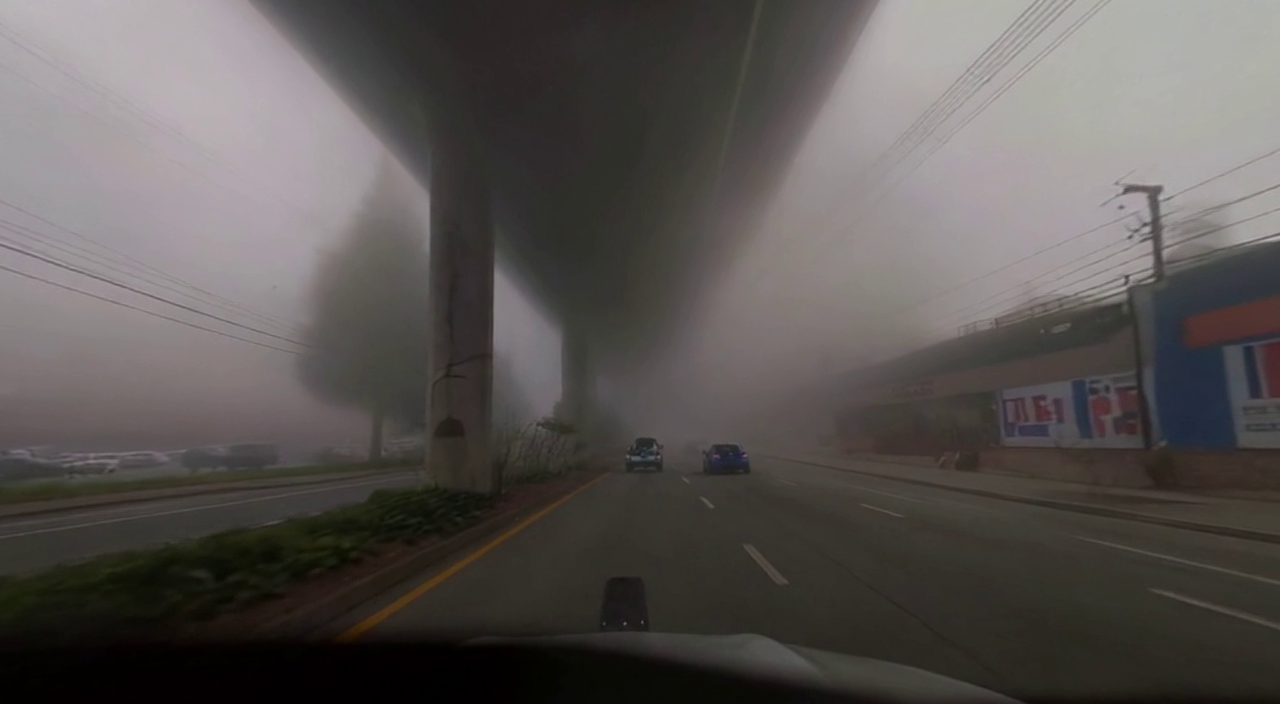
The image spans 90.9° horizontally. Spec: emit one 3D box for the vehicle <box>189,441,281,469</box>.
[{"bbox_3d":[-28.614,7.259,44.686,4.904,1.782,2.112,1,-8,-10],"label":"vehicle"}]

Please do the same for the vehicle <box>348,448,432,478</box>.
[{"bbox_3d":[-13.479,6.018,34.371,1.995,1.472,4.704,-2,-9,11],"label":"vehicle"}]

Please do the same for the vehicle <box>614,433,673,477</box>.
[{"bbox_3d":[0.201,4.563,28.147,2.441,1.813,4.581,0,-8,1],"label":"vehicle"}]

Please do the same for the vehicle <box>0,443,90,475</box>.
[{"bbox_3d":[-33.771,5.895,34.817,4.540,1.717,2.066,2,-9,-13],"label":"vehicle"}]

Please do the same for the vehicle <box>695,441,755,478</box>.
[{"bbox_3d":[3.582,4.620,27.431,1.954,1.479,4.557,0,-8,0],"label":"vehicle"}]
